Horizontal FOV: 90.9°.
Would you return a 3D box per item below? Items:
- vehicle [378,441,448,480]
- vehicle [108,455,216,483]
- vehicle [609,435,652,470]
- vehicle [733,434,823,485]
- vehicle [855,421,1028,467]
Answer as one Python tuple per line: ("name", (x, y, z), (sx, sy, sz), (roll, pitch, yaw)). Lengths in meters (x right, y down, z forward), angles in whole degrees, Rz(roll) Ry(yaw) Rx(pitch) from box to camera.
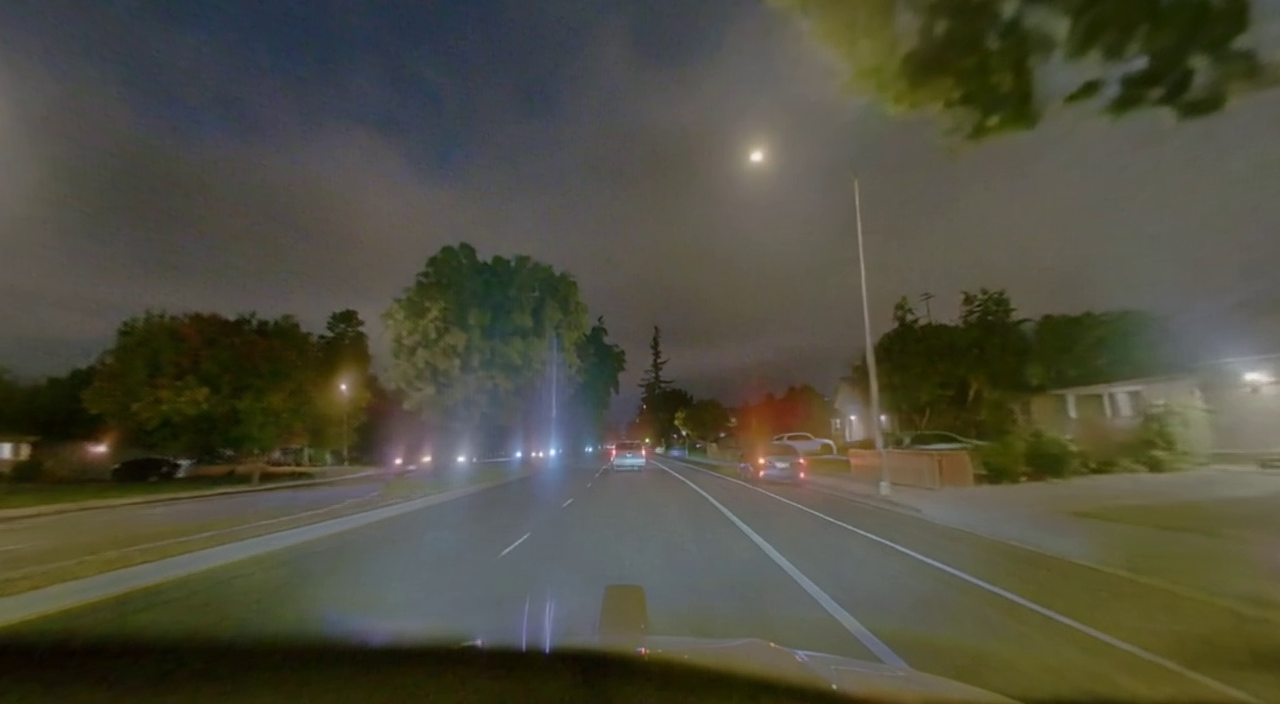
("vehicle", (-11.487, 5.483, 32.235), (1.948, 1.725, 4.443), (-3, -8, 0))
("vehicle", (-27.414, 6.702, 36.247), (4.644, 1.541, 1.873), (0, -8, -2))
("vehicle", (-0.484, 5.108, 32.132), (2.024, 1.655, 4.301), (0, -8, -1))
("vehicle", (4.522, 3.600, 21.414), (2.020, 1.518, 4.255), (0, -8, -1))
("vehicle", (11.607, 3.596, 24.571), (5.538, 1.703, 2.286), (0, -9, 0))
